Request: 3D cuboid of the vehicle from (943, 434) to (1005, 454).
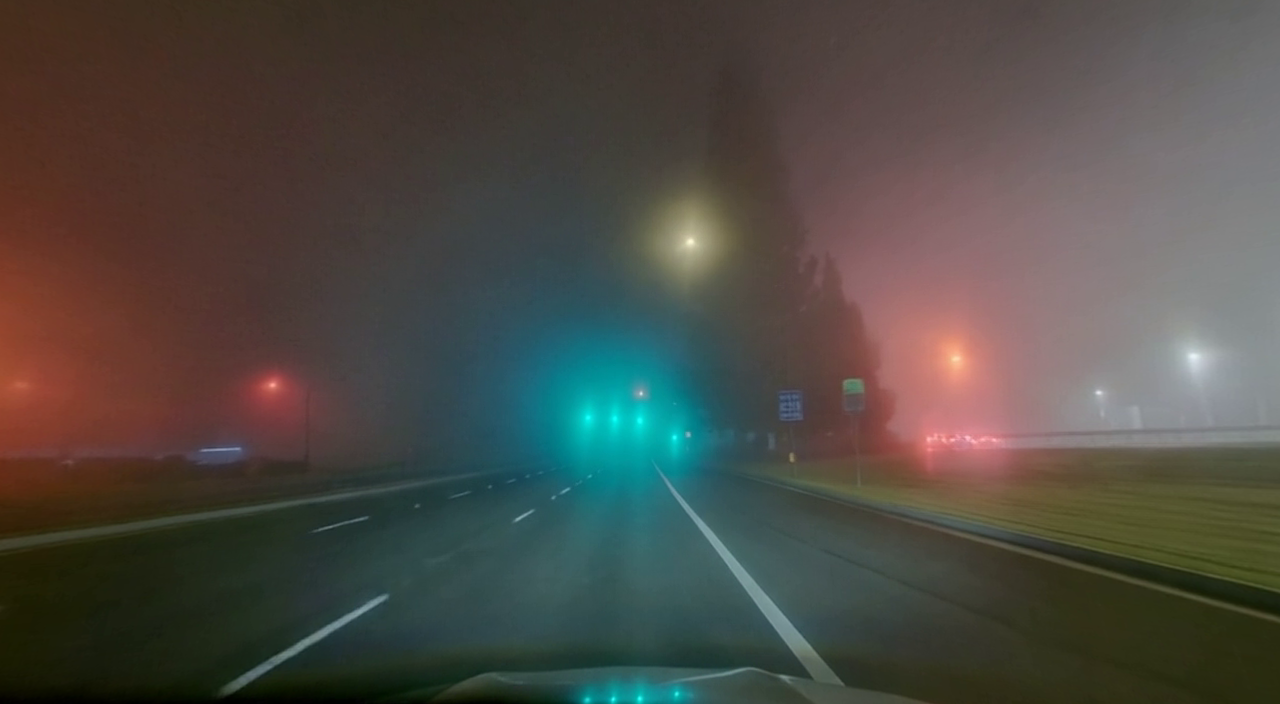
[{"bbox_3d":[24.764,6.871,46.895,1.907,1.444,5.150,0,-9,1],"label":"vehicle"}]
